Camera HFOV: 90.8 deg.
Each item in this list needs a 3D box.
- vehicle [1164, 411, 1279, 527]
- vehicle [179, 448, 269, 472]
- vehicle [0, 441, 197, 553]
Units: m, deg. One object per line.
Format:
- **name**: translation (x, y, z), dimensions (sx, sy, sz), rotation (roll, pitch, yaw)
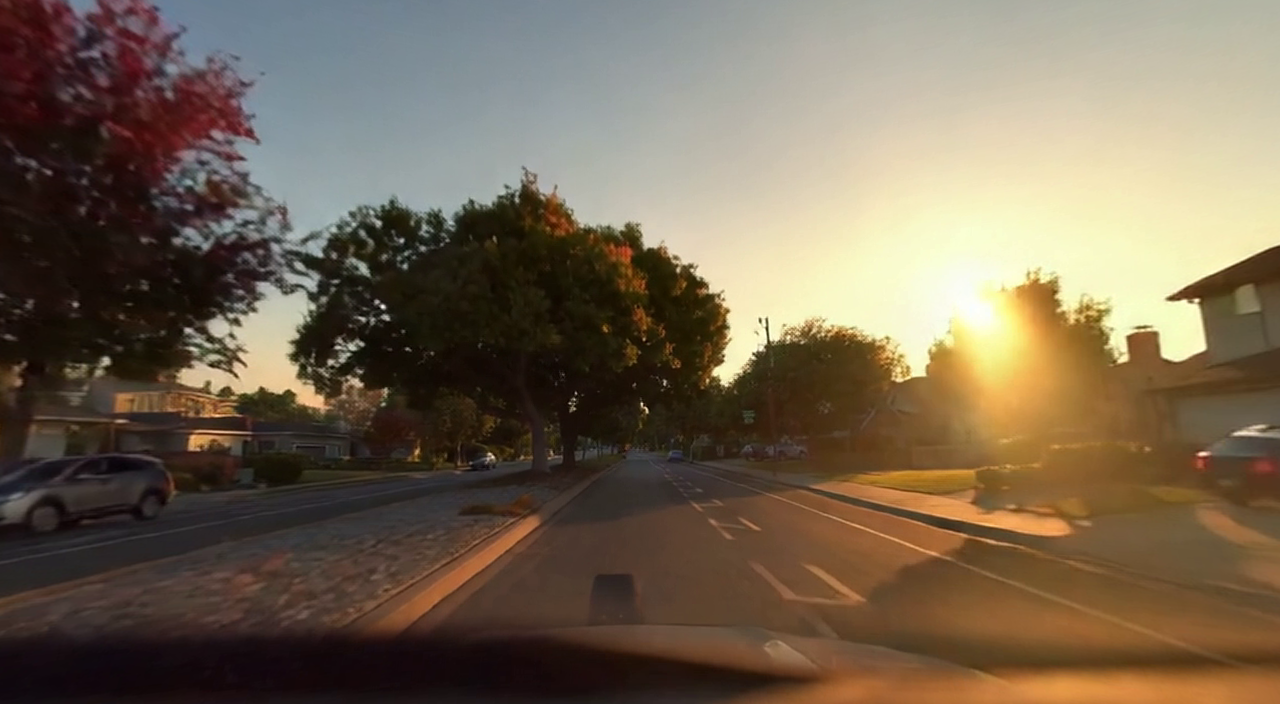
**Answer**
- **vehicle**: translation (12.337, 1.947, 11.263), dimensions (4.194, 1.850, 1.951), rotation (-2, -8, -3)
- **vehicle**: translation (-27.865, 7.225, 42.395), dimensions (4.551, 1.556, 2.061), rotation (0, -9, -1)
- **vehicle**: translation (-12.121, 2.876, 13.364), dimensions (2.105, 1.930, 4.541), rotation (0, -9, 0)
